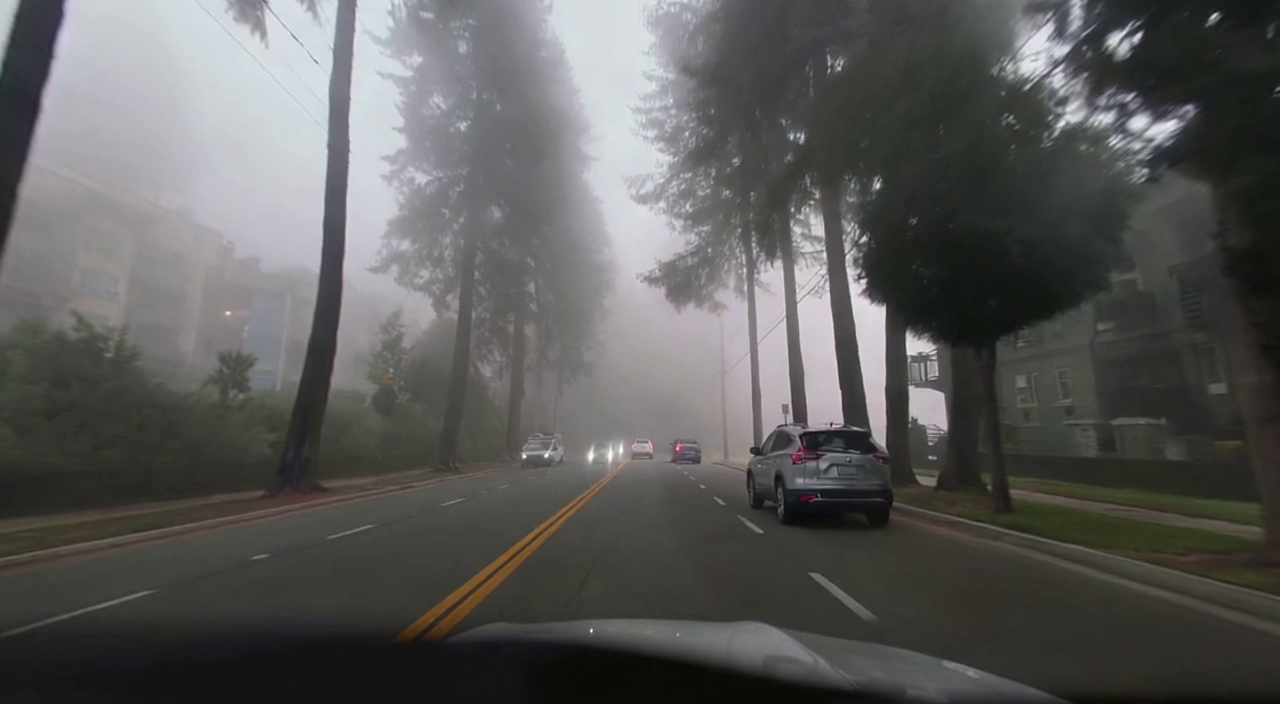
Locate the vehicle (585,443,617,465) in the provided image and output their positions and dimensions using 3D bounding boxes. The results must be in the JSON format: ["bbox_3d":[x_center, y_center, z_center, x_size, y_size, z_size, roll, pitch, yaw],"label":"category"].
[{"bbox_3d":[-2.633,6.993,43.236,1.941,1.409,3.975,0,-8,0],"label":"vehicle"}]

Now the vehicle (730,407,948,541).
[{"bbox_3d":[3.200,2.115,11.529,2.219,1.881,5.104,0,-8,-1],"label":"vehicle"}]

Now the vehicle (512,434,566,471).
[{"bbox_3d":[-5.929,5.962,37.455,2.200,2.041,5.550,0,-8,1],"label":"vehicle"}]
